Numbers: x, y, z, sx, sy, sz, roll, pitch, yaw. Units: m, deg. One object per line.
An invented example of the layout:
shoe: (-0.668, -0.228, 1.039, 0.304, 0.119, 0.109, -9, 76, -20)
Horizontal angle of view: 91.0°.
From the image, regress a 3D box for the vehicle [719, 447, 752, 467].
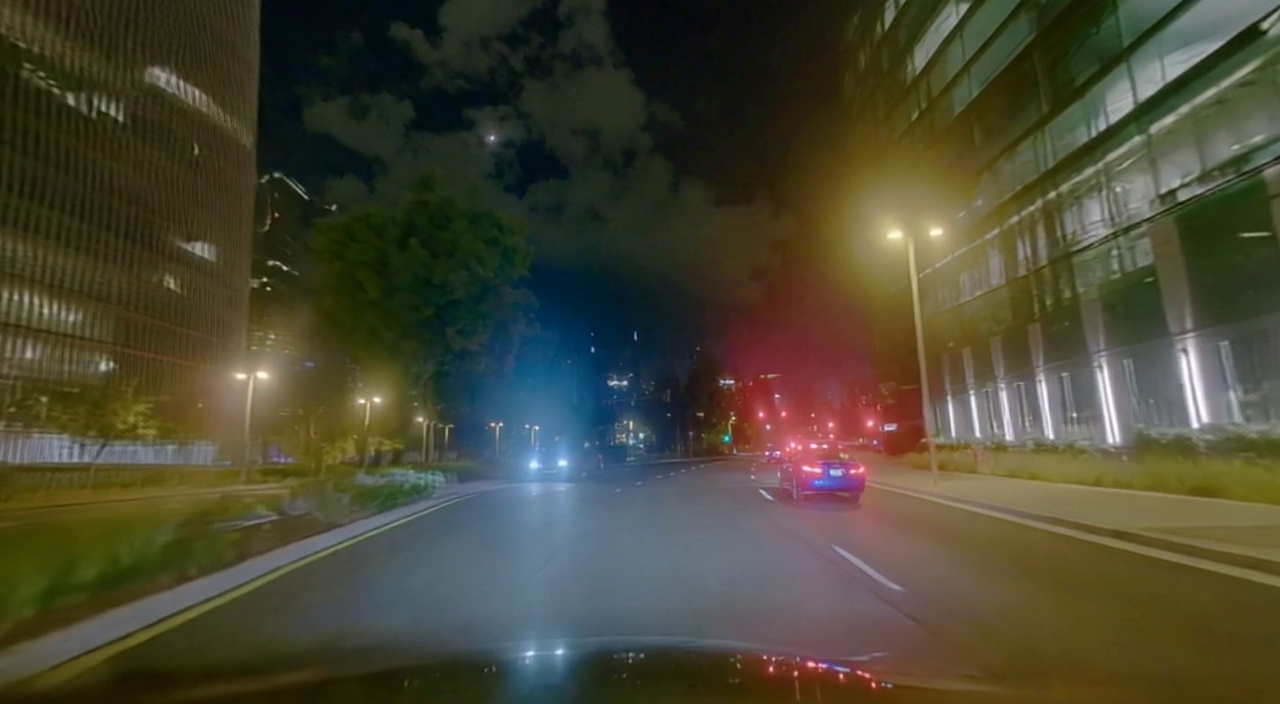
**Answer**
vehicle: (7.536, 8.236, 49.440, 2.127, 1.497, 4.020, -2, -9, 14)
